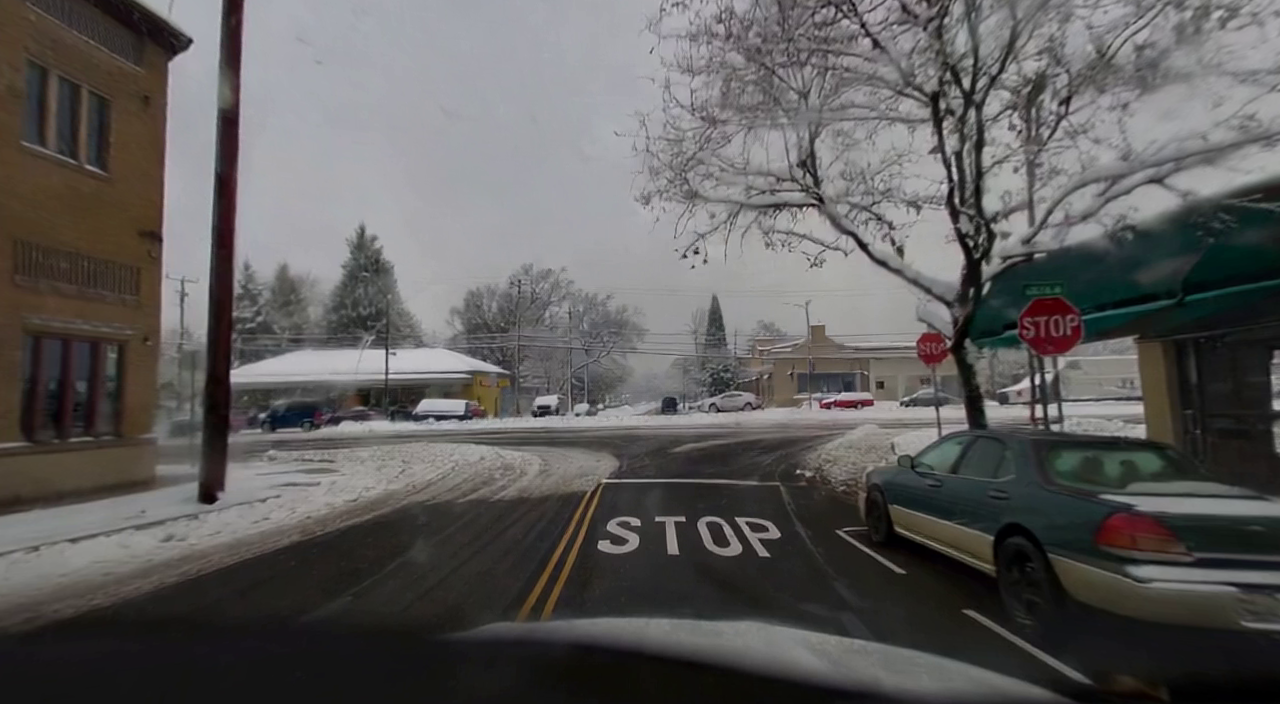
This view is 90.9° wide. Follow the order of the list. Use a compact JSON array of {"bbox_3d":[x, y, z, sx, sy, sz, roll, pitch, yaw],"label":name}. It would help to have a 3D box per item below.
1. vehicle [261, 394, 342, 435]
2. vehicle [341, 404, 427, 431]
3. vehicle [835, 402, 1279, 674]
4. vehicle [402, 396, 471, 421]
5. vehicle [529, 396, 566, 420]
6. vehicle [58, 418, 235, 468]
[{"bbox_3d":[-19.965,3.728,37.277,3.506,2.261,2.158,-2,-8,9],"label":"vehicle"},{"bbox_3d":[-14.833,3.827,36.612,4.233,1.432,1.755,-2,-9,10],"label":"vehicle"},{"bbox_3d":[3.571,1.346,5.739,2.025,1.492,4.291,0,-8,-3],"label":"vehicle"},{"bbox_3d":[-15.437,4.347,48.063,2.010,1.583,4.582,-7,-11,37],"label":"vehicle"},{"bbox_3d":[-6.427,3.872,44.202,2.156,1.620,4.945,0,-4,-4],"label":"vehicle"},{"bbox_3d":[-16.760,3.114,21.531,4.525,1.596,2.085,-2,-8,8],"label":"vehicle"}]
